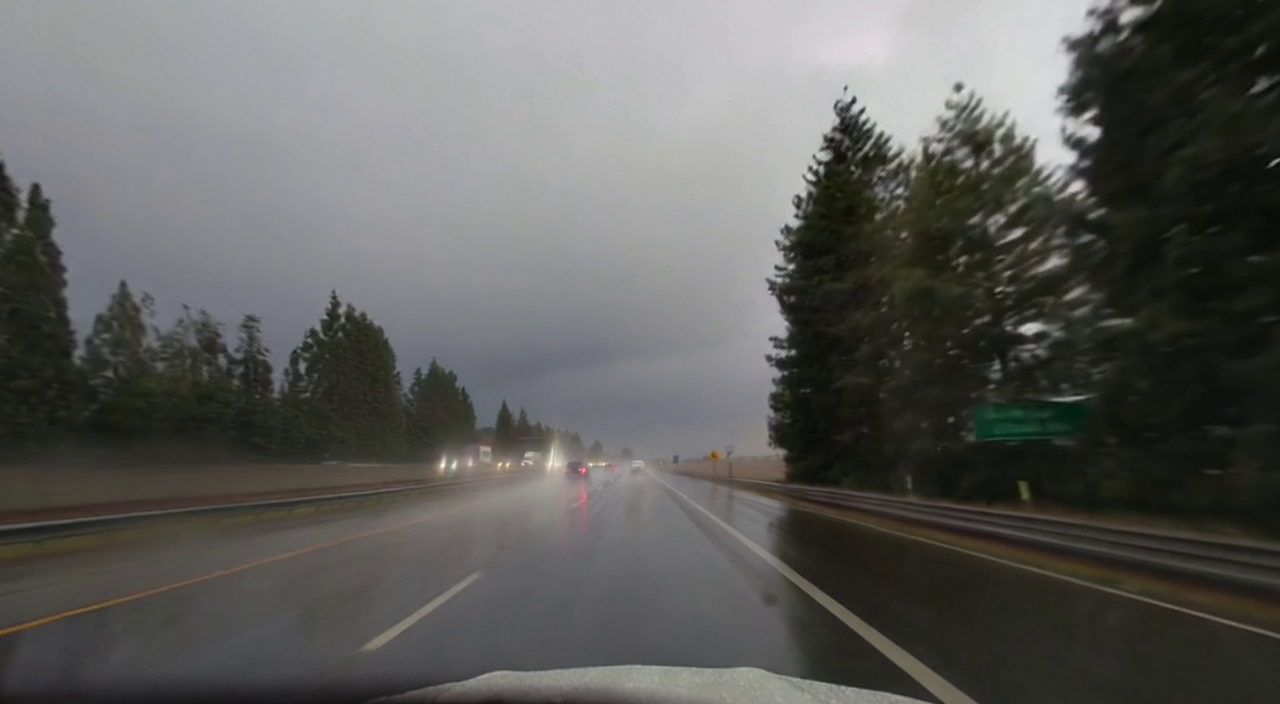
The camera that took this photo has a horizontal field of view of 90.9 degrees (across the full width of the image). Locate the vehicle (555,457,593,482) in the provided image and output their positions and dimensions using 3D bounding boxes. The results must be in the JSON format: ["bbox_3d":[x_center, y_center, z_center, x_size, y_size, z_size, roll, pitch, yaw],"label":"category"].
[{"bbox_3d":[-4.791,8.600,46.173,2.175,1.658,4.582,1,-10,1],"label":"vehicle"}]
